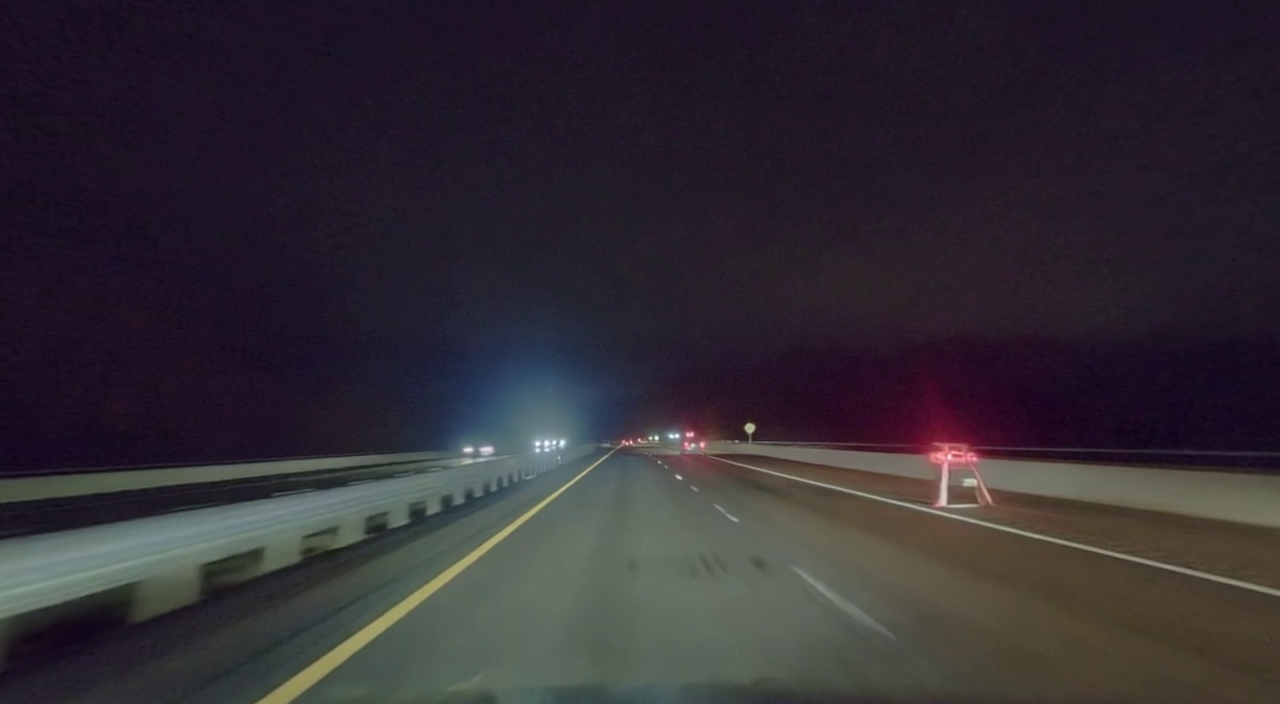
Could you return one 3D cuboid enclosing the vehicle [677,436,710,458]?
[{"bbox_3d":[3.786,6.809,45.354,1.995,1.490,3.857,0,-8,-1],"label":"vehicle"}]
